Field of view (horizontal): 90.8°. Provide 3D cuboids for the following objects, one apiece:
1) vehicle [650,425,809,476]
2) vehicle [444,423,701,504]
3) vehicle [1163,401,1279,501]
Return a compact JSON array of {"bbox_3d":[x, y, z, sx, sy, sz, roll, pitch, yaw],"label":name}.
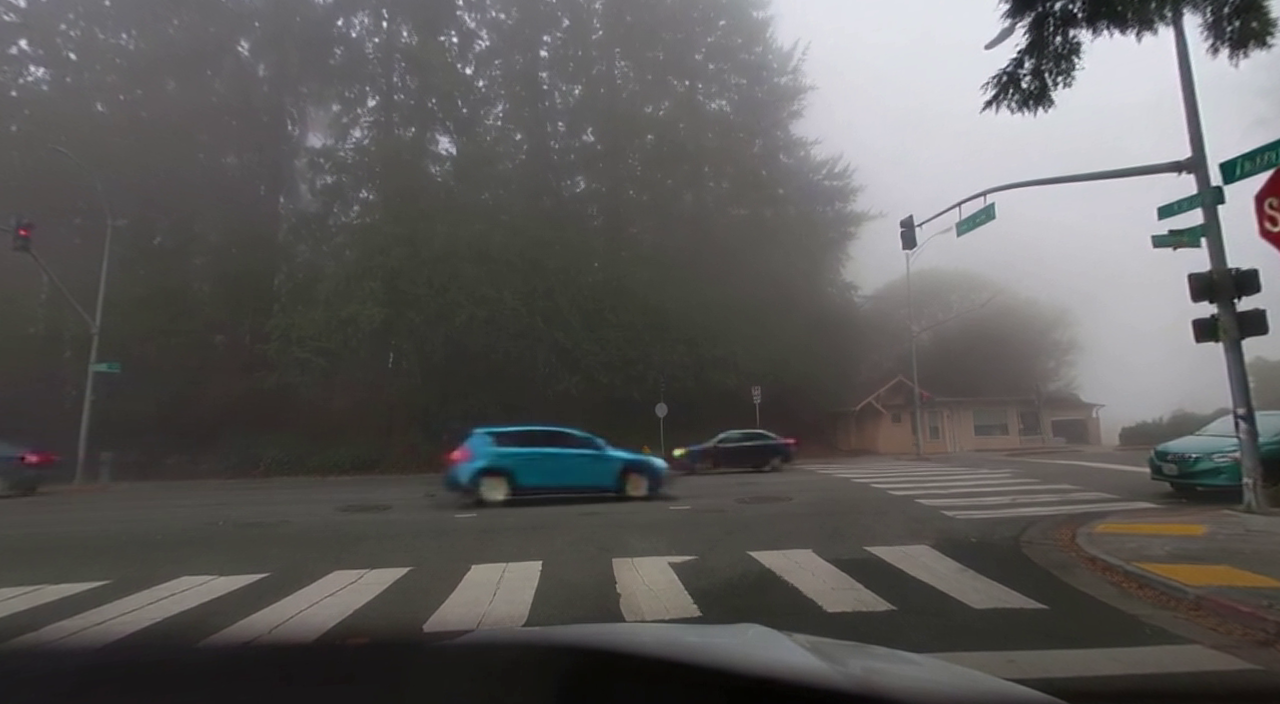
[{"bbox_3d":[2.784,3.086,19.933,4.548,1.469,1.864,2,-9,-17],"label":"vehicle"},{"bbox_3d":[-1.403,2.274,13.225,4.990,1.454,1.875,3,-9,-20],"label":"vehicle"},{"bbox_3d":[12.797,1.859,11.955,4.208,1.685,2.014,1,-9,-8],"label":"vehicle"}]
